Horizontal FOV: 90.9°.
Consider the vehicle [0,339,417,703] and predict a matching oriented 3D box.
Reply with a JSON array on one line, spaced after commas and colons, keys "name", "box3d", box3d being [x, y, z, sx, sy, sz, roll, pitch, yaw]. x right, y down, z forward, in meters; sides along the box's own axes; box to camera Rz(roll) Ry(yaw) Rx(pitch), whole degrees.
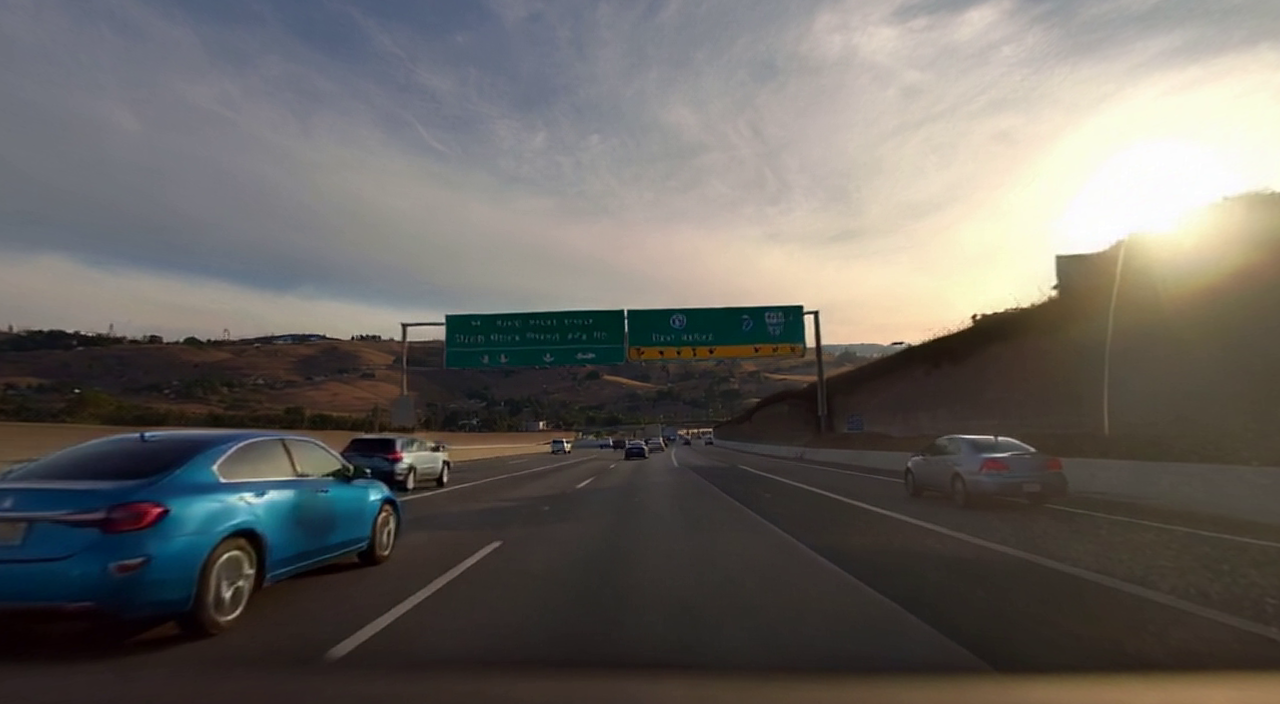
[{"name": "vehicle", "box3d": [-3.973, 1.167, 5.282, 2.210, 1.730, 5.133, -1, -8, 1]}]

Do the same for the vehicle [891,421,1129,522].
[{"name": "vehicle", "box3d": [7.037, 2.312, 12.739, 2.122, 1.646, 4.491, 0, -8, 1]}]

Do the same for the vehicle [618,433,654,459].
[{"name": "vehicle", "box3d": [-0.232, 7.197, 48.393, 2.172, 1.824, 5.031, -1, -8, 6]}]
